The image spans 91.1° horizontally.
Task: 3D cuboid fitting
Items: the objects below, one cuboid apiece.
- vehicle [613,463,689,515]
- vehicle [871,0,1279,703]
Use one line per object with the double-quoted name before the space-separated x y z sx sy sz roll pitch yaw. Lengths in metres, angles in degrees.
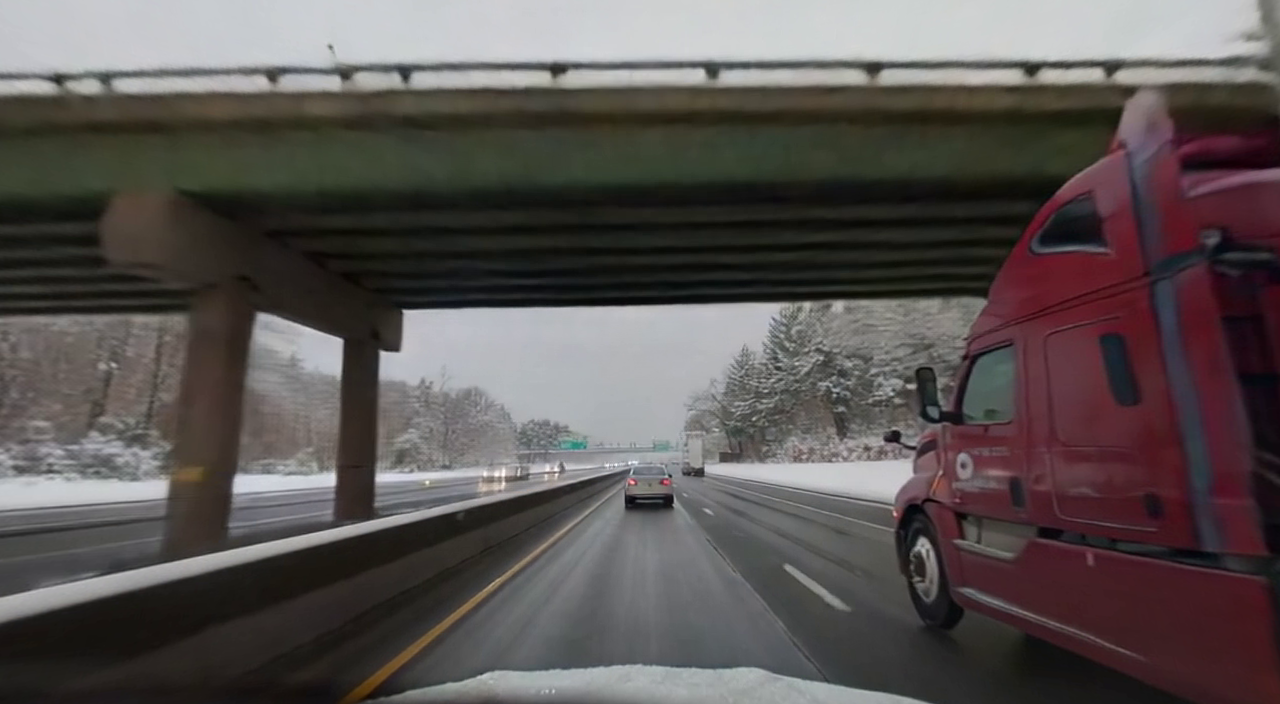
"vehicle" 0.328 4.237 19.720 2.156 1.444 3.762 1 -10 0
"vehicle" 4.346 0.339 4.514 3.008 3.920 5.910 1 -10 0
